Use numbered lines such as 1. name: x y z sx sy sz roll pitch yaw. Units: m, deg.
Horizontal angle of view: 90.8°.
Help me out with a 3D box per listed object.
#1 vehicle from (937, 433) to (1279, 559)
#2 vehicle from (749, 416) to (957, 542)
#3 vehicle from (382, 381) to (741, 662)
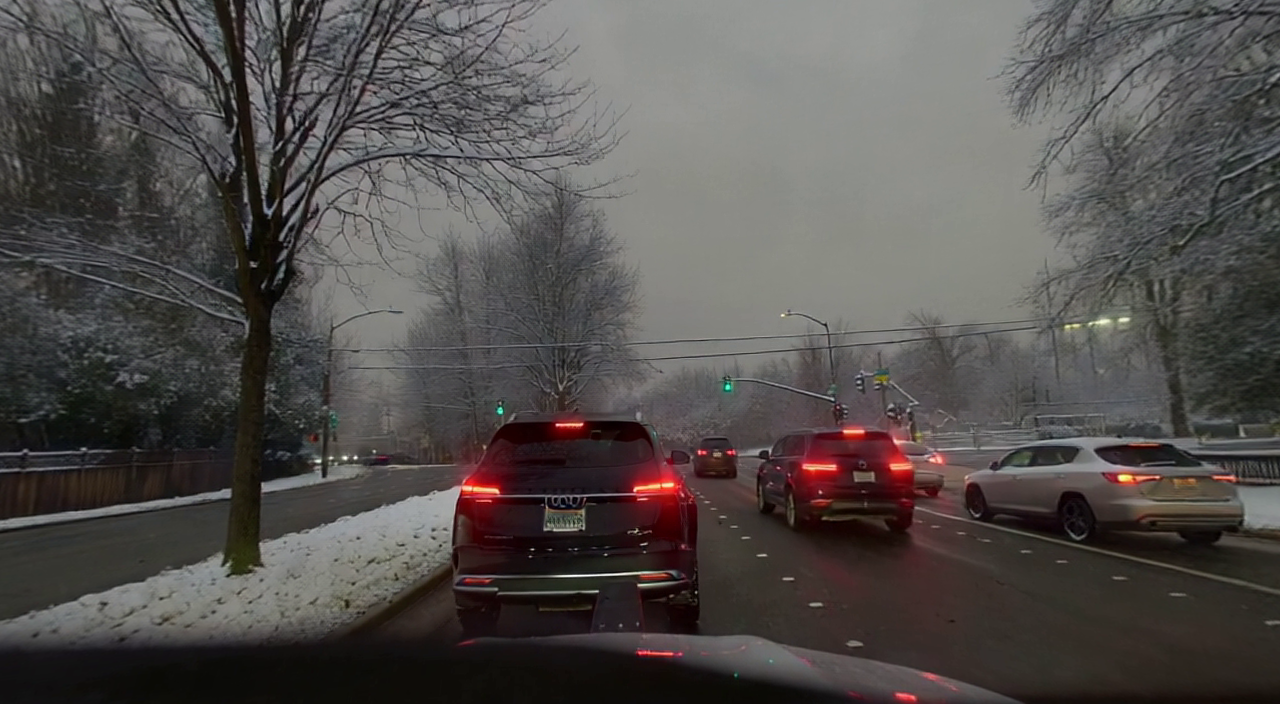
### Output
1. vehicle: 6.587 2.012 9.643 1.894 1.445 4.565 0 -9 0
2. vehicle: 3.244 2.037 10.762 1.963 1.682 4.407 0 -9 -1
3. vehicle: -0.432 1.355 6.102 2.201 1.709 4.271 0 -9 1
